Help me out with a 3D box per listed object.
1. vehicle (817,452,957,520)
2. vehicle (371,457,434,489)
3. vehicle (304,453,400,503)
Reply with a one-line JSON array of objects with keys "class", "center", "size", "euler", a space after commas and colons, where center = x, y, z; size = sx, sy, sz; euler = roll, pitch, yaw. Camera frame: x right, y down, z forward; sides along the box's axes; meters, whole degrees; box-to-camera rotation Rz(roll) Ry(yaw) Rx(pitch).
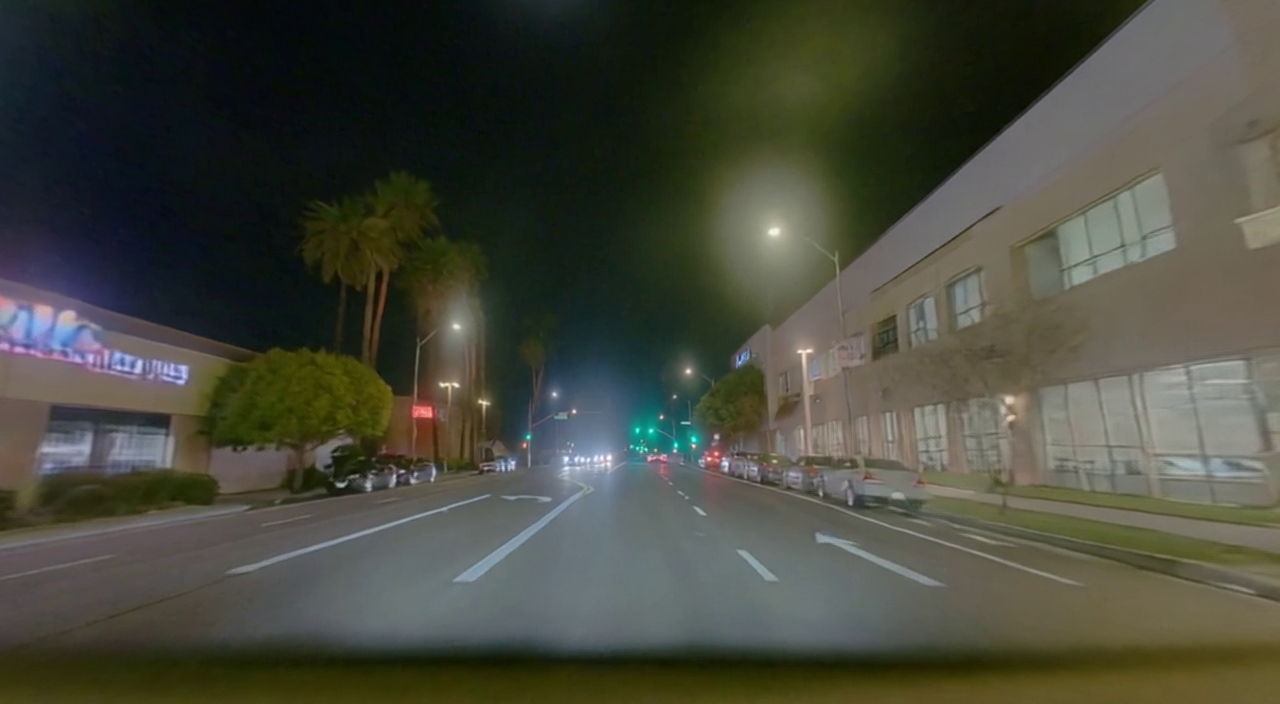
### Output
[{"class": "vehicle", "center": [6.458, 3.515, 17.191], "size": [1.840, 1.503, 4.760], "euler": [0, -8, -1]}, {"class": "vehicle", "center": [-12.862, 6.572, 34.573], "size": [1.838, 1.515, 4.432], "euler": [0, -8, -2]}, {"class": "vehicle", "center": [-12.890, 5.618, 28.692], "size": [1.975, 1.570, 5.265], "euler": [-8, -7, -3]}]
